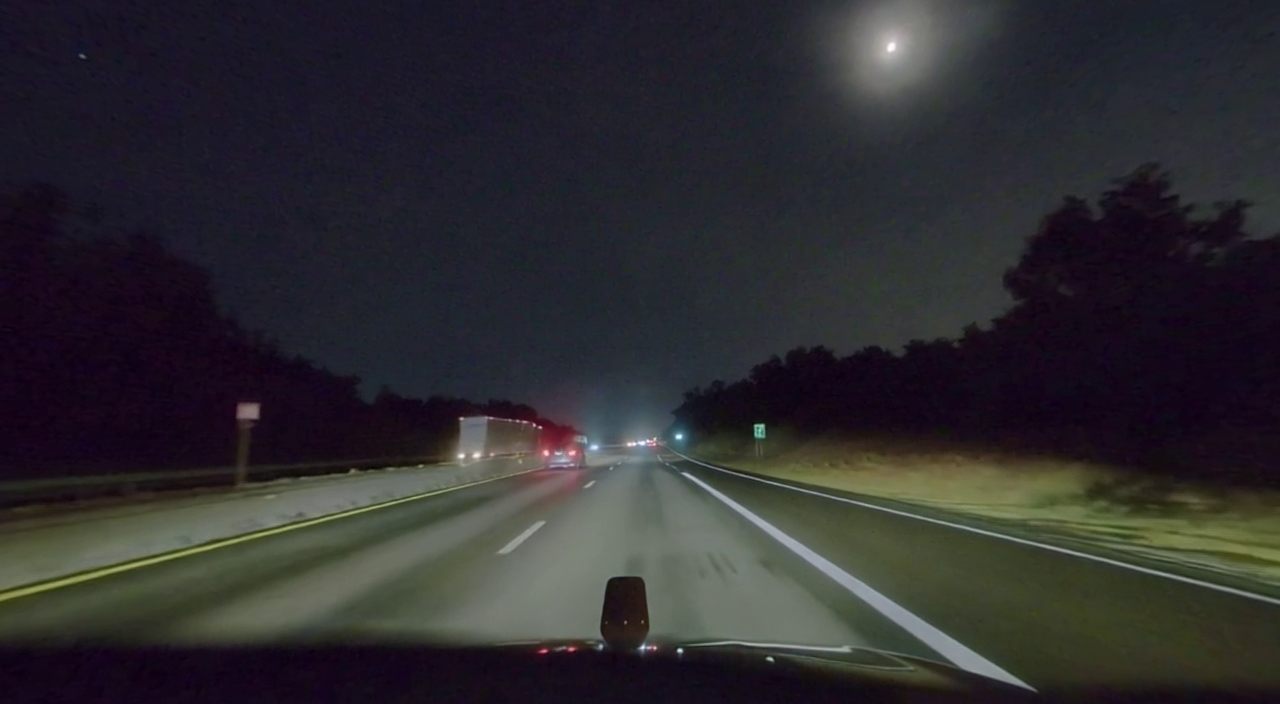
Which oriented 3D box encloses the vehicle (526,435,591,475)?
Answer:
[{"bbox_3d":[-3.326,4.312,26.529,2.051,1.531,4.250,0,-8,2],"label":"vehicle"}]
